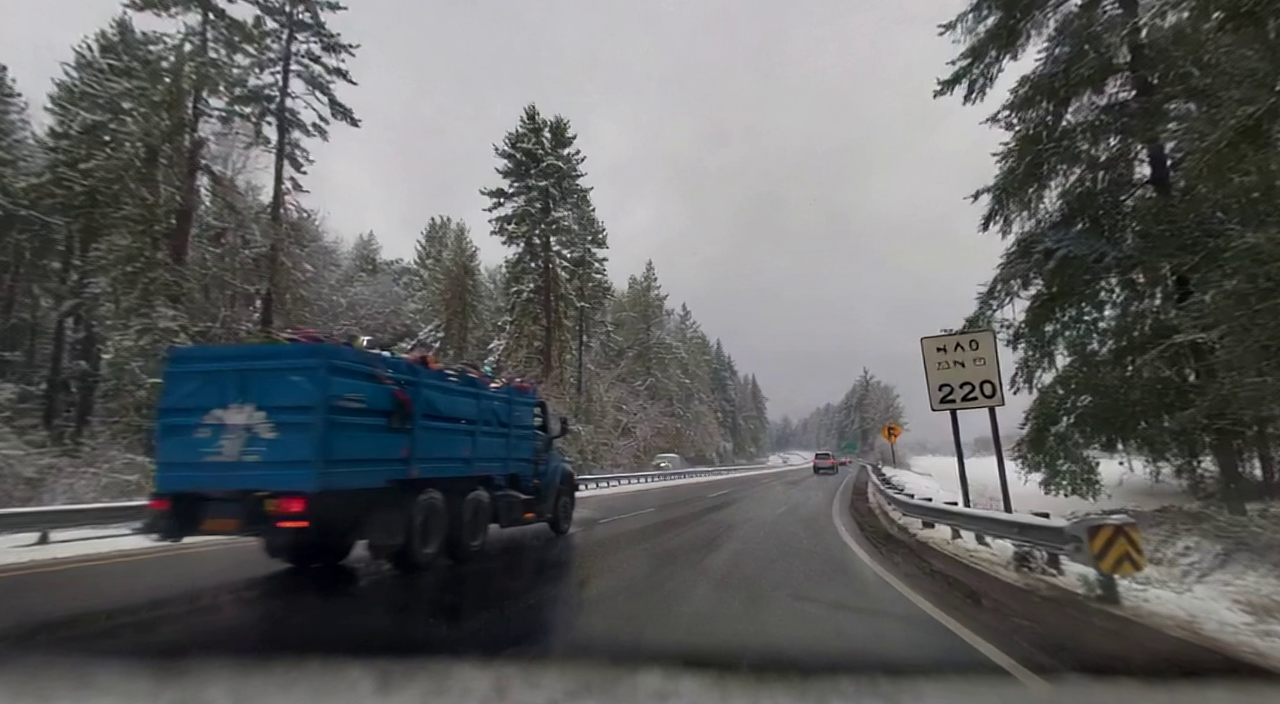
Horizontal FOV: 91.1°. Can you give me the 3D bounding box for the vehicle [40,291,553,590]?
[{"bbox_3d":[-4.559,1.643,10.897,2.841,3.244,7.689,-3,-11,18],"label":"vehicle"}]
